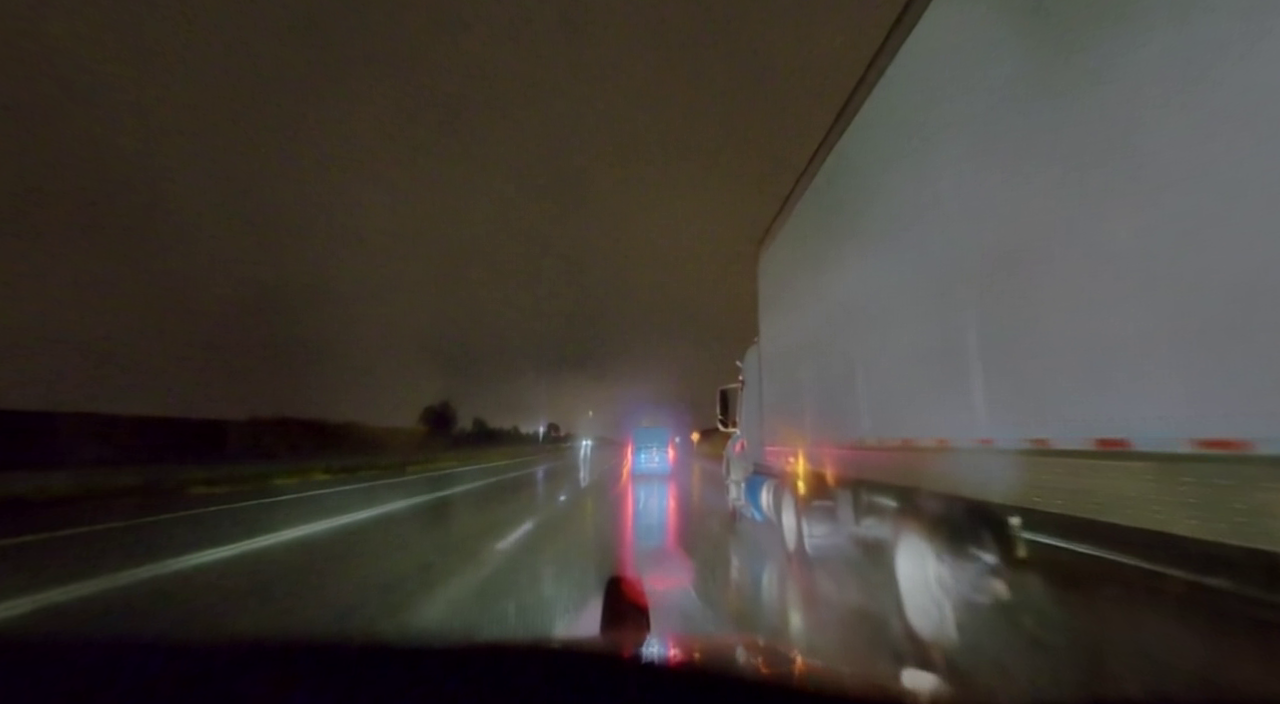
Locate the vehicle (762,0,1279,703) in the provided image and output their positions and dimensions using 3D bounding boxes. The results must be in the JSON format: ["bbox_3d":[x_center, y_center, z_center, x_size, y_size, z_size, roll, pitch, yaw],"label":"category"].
[{"bbox_3d":[3.817,-0.574,1.184,3.892,4.216,16.830,0,-8,0],"label":"vehicle"}]

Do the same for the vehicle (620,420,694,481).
[{"bbox_3d":[0.630,3.616,23.318,2.469,2.027,4.554,0,-8,1],"label":"vehicle"}]
